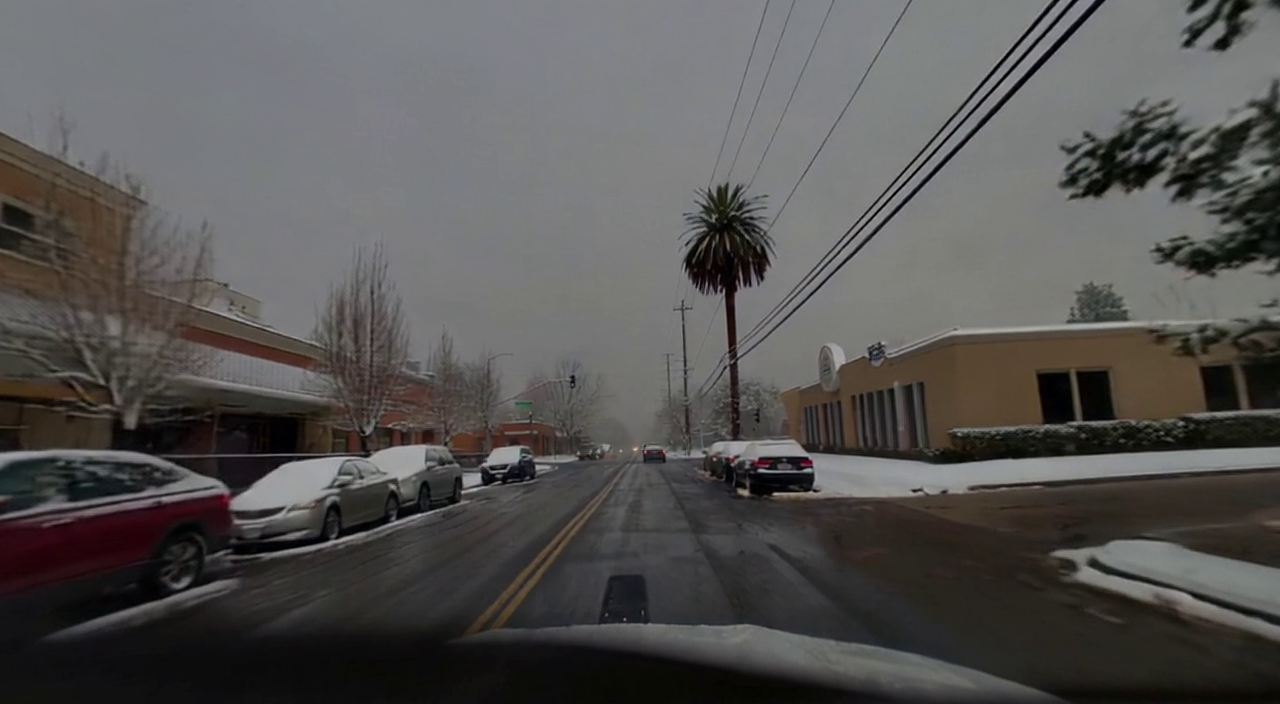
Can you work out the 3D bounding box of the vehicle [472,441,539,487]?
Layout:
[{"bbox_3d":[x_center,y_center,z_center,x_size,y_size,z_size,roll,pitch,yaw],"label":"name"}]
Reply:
[{"bbox_3d":[-5.903,4.975,28.355,2.126,1.864,4.831,0,-9,-2],"label":"vehicle"}]

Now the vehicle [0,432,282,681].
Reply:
[{"bbox_3d":[-5.881,1.660,5.598,2.286,1.836,5.088,0,-9,2],"label":"vehicle"}]

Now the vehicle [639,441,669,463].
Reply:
[{"bbox_3d":[0.985,7.528,47.607,2.125,1.524,4.404,0,-9,0],"label":"vehicle"}]

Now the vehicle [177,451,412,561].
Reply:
[{"bbox_3d":[-5.938,2.634,11.612,1.931,1.574,4.360,0,-9,-2],"label":"vehicle"}]

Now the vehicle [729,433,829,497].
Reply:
[{"bbox_3d":[3.853,3.216,18.384,1.948,1.607,4.873,0,-9,2],"label":"vehicle"}]
